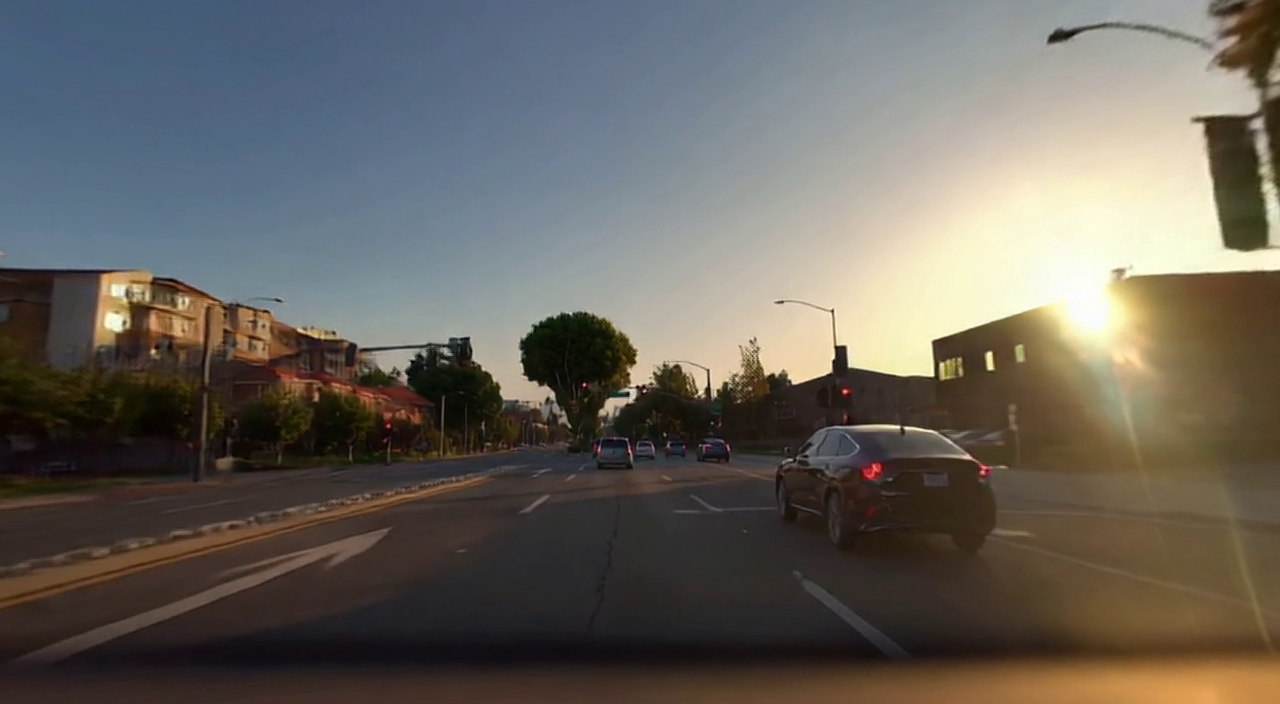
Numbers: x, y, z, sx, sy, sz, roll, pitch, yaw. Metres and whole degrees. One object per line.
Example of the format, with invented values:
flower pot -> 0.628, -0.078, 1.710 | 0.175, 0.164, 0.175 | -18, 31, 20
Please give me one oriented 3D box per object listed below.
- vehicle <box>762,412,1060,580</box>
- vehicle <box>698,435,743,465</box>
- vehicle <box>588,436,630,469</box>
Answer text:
vehicle -> 3.197, 1.798, 8.759 | 1.893, 1.664, 4.670 | 1, -8, -2
vehicle -> 5.373, 6.666, 43.069 | 2.052, 1.886, 5.297 | 1, -8, -4
vehicle -> -1.680, 5.431, 34.251 | 2.101, 1.641, 4.341 | 1, -8, -2
